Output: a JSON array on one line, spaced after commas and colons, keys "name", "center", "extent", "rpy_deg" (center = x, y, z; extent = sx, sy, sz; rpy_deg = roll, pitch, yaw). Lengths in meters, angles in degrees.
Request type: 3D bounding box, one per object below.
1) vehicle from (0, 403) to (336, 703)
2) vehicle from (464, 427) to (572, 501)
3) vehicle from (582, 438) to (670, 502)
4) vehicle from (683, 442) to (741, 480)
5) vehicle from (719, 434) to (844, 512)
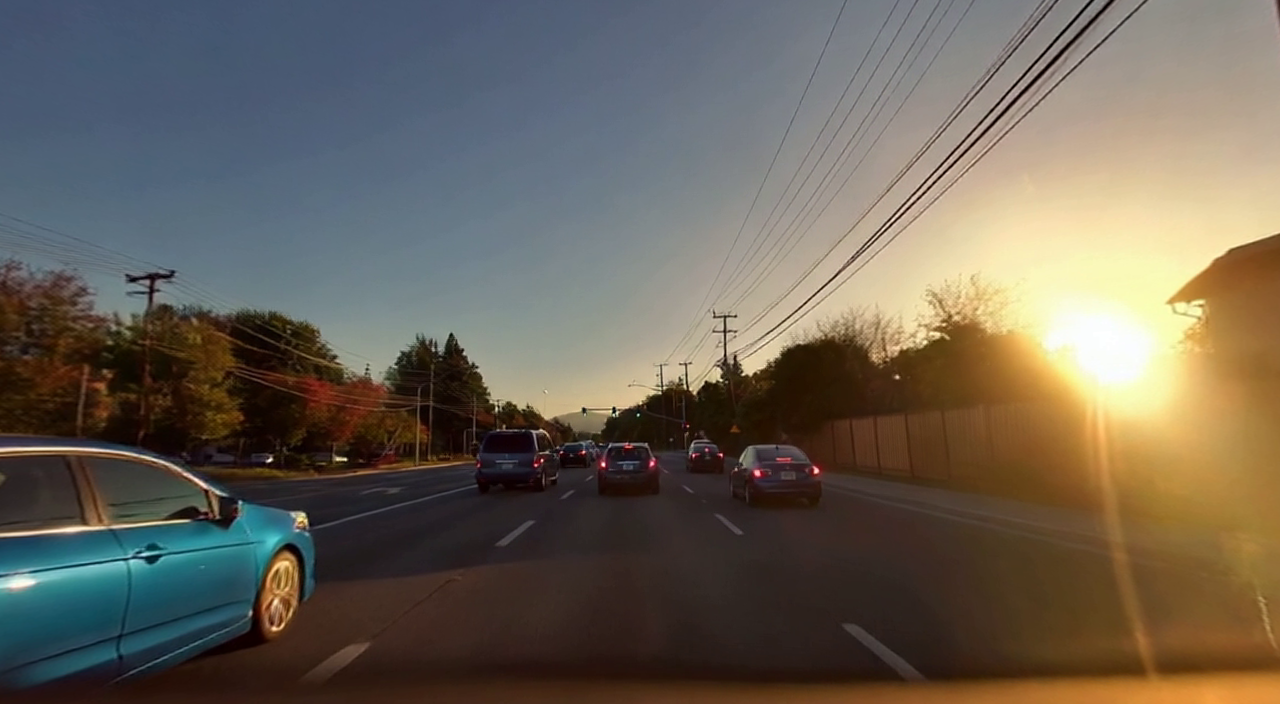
[{"name": "vehicle", "center": [-3.337, 0.965, 2.575], "extent": [2.004, 1.454, 4.349], "rpy_deg": [0, -9, 0]}, {"name": "vehicle", "center": [-3.314, 3.155, 18.225], "extent": [2.092, 1.839, 4.736], "rpy_deg": [0, -9, 1]}, {"name": "vehicle", "center": [-0.336, 3.106, 17.066], "extent": [2.097, 1.511, 3.809], "rpy_deg": [0, -9, 0]}, {"name": "vehicle", "center": [3.045, 4.699, 27.464], "extent": [1.878, 1.479, 4.461], "rpy_deg": [0, -9, -1]}, {"name": "vehicle", "center": [3.033, 2.689, 14.417], "extent": [1.880, 1.521, 3.724], "rpy_deg": [0, -9, -2]}]
